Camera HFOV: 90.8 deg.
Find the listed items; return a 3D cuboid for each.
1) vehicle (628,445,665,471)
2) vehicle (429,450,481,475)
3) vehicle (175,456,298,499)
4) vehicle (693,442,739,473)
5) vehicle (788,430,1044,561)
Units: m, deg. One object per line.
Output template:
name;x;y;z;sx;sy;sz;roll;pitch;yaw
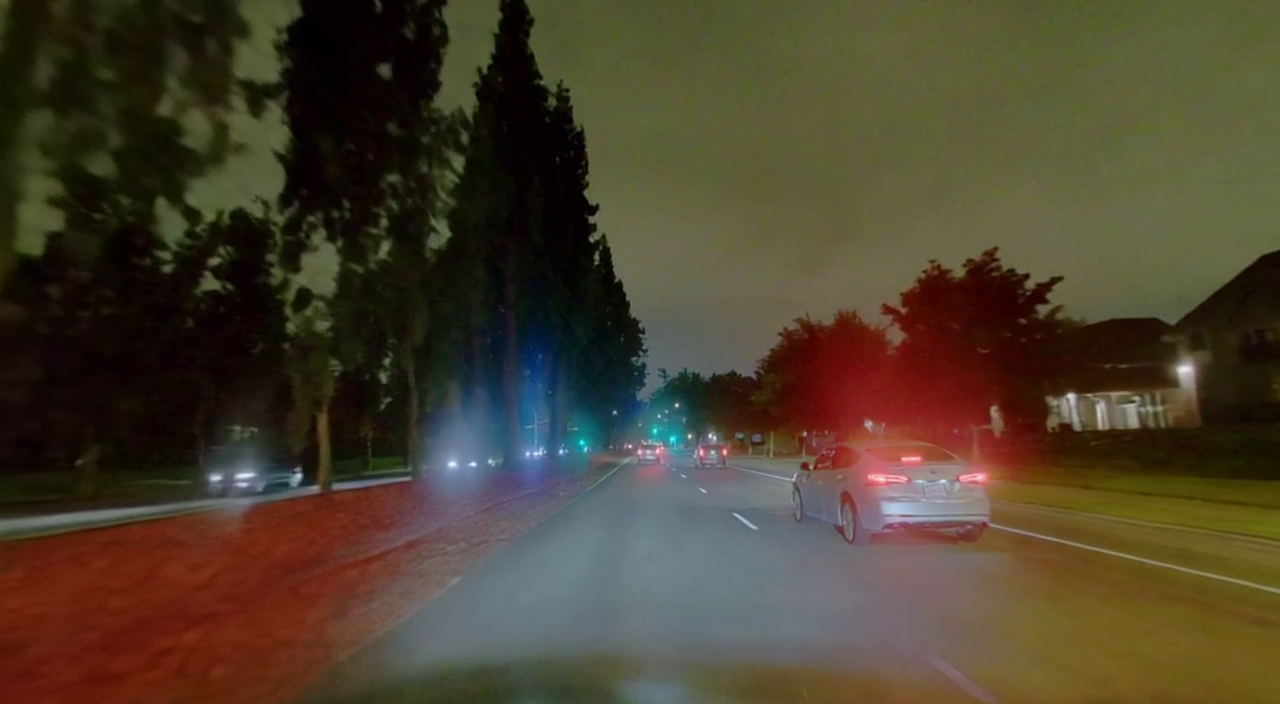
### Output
vehicle;0.374;6.308;37.778;2.082;1.473;4.028;0;-8;0
vehicle;-11.682;7.017;40.244;1.907;1.456;4.520;0;-8;1
vehicle;-16.095;5.001;25.564;1.855;1.449;4.662;0;-8;1
vehicle;4.295;5.988;36.176;2.074;1.652;4.340;0;-8;0
vehicle;3.741;1.998;9.555;1.985;1.529;4.147;0;-8;0
